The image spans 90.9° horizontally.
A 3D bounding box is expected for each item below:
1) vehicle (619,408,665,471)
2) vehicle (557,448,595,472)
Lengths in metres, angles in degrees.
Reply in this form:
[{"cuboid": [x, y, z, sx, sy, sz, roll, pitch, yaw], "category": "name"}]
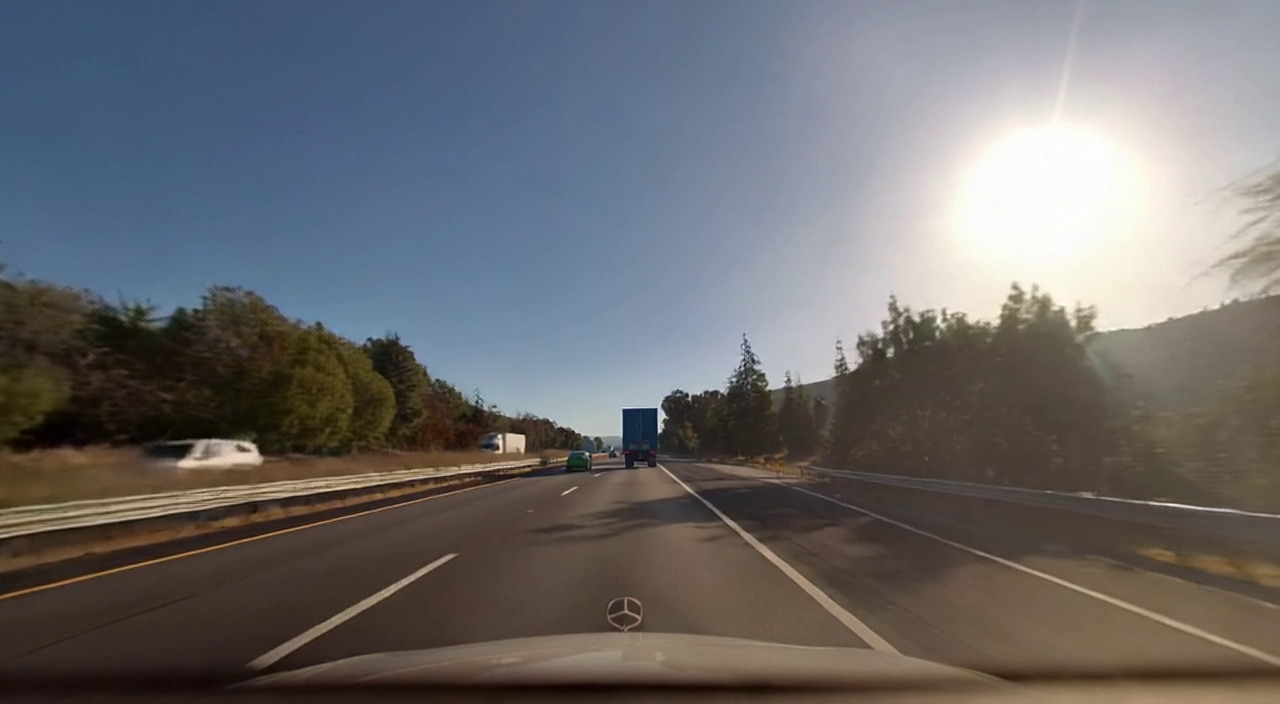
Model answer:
[{"cuboid": [0.163, 6.348, 45.159, 2.899, 3.966, 10.053, 0, -9, 0], "category": "vehicle"}, {"cuboid": [-4.345, 7.364, 43.235, 2.051, 1.538, 4.569, 0, -9, 1], "category": "vehicle"}]
